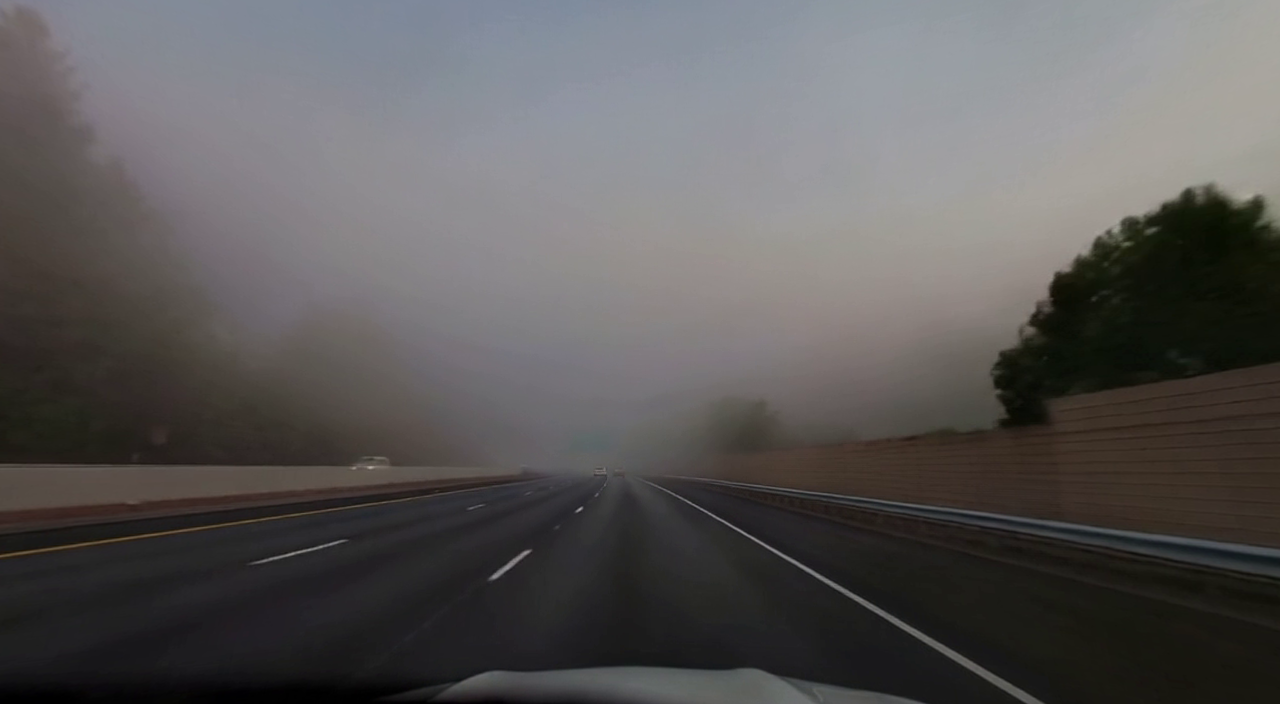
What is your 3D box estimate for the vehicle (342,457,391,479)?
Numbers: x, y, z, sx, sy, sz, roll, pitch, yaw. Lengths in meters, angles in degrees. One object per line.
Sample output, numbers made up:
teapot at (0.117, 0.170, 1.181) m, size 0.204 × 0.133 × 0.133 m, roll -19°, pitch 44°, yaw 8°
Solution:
vehicle at (-21.494, 9.167, 49.715) m, size 1.979 × 1.590 × 4.456 m, roll 1°, pitch -10°, yaw -2°
